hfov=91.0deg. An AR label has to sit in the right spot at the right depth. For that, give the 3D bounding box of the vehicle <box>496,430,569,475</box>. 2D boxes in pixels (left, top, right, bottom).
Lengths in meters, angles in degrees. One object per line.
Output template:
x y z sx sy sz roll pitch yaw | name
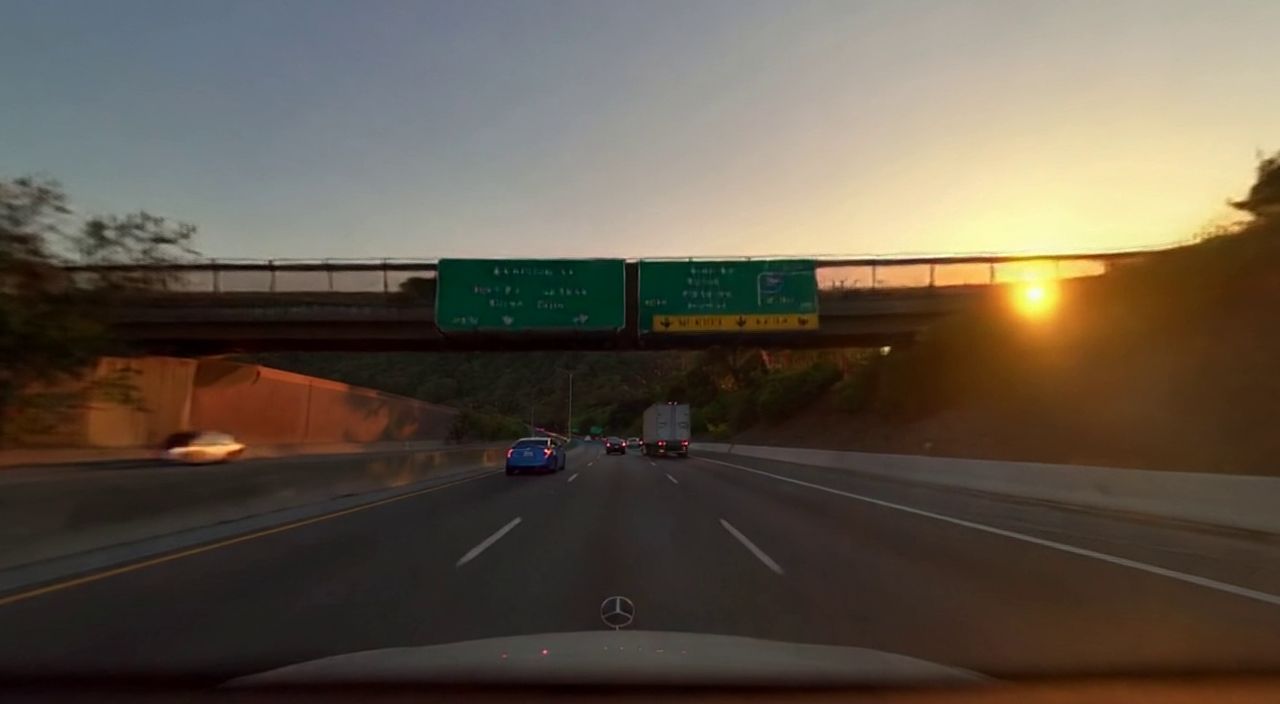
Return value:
-4.448 4.249 26.895 2.377 1.747 4.703 0 -8 -1 | vehicle

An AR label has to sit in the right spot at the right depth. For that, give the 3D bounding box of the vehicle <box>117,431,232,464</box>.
-23.056 4.753 31.449 2.131 1.492 4.739 0 -8 -1 | vehicle

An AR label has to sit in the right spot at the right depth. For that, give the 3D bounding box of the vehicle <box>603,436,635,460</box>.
-1.513 6.752 44.373 2.125 1.542 3.816 0 -8 -3 | vehicle
